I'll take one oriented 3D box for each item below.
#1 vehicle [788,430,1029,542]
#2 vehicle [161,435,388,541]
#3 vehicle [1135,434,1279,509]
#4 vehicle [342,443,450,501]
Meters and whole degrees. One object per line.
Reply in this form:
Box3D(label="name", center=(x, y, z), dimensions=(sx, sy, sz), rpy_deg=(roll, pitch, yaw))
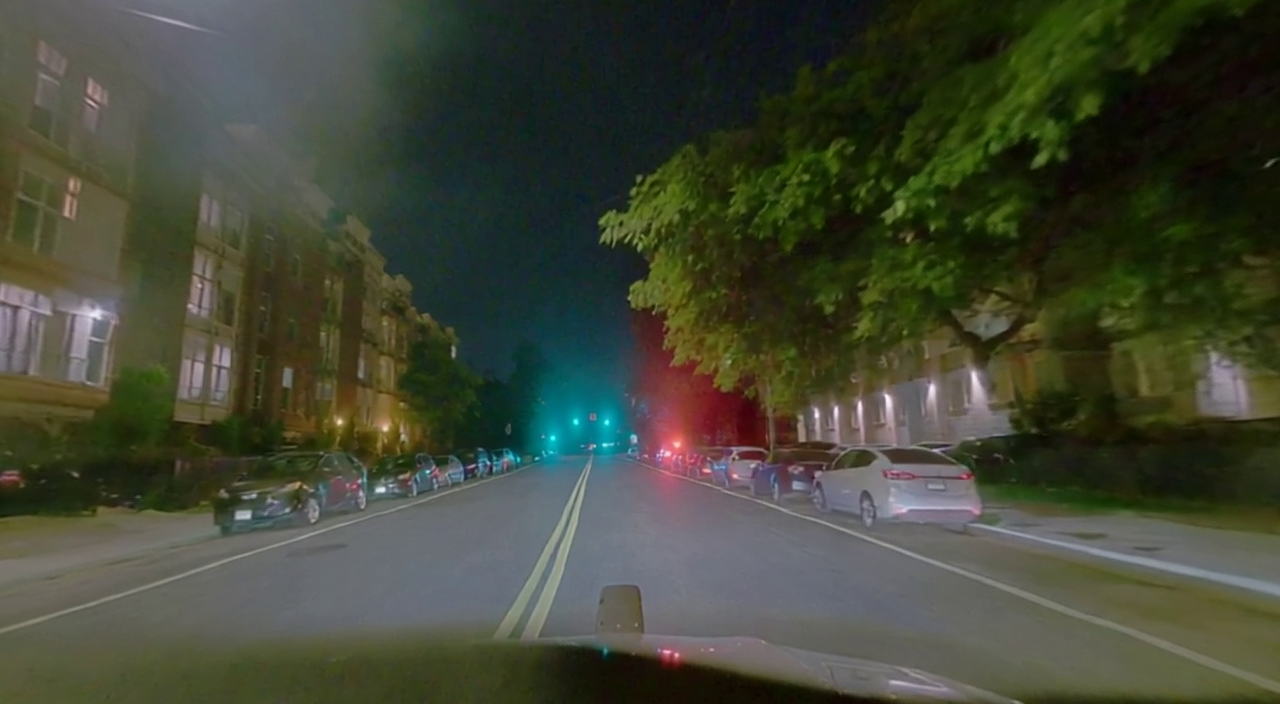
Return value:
Box3D(label="vehicle", center=(4.207, 2.178, 10.935), dimensions=(1.861, 1.490, 4.619), rpy_deg=(1, -9, -4))
Box3D(label="vehicle", center=(-7.435, 2.815, 13.716), dimensions=(2.033, 1.759, 5.372), rpy_deg=(-1, -9, -4))
Box3D(label="vehicle", center=(12.767, 2.368, 12.752), dimensions=(4.028, 1.380, 1.826), rpy_deg=(0, -9, -3))
Box3D(label="vehicle", center=(-7.815, 3.882, 20.807), dimensions=(1.947, 1.665, 4.716), rpy_deg=(1, -9, -4))
